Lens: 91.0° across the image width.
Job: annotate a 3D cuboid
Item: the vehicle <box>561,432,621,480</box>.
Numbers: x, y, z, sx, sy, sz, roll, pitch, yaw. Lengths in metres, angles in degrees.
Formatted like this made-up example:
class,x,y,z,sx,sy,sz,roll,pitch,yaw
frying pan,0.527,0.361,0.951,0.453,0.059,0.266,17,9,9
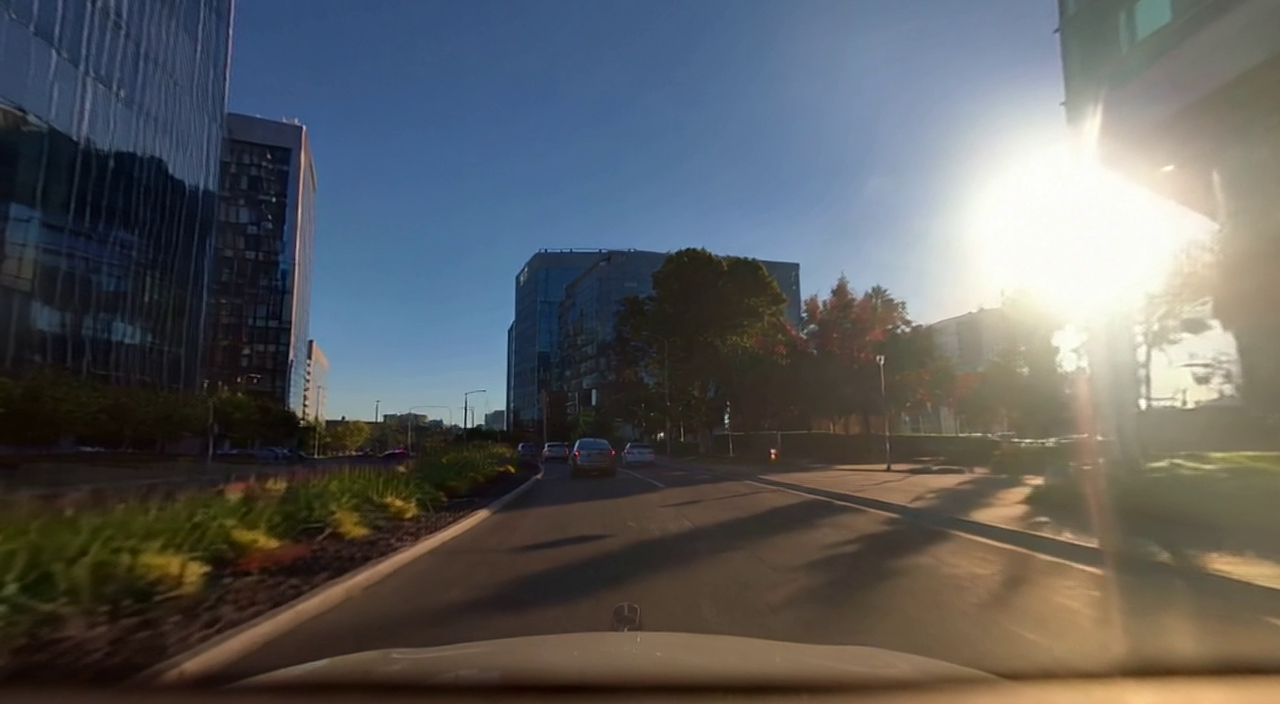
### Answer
class,x,y,z,sx,sy,sz,roll,pitch,yaw
vehicle,-2.064,4.166,25.469,2.173,1.761,4.374,1,-9,-7

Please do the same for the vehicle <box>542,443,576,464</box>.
class,x,y,z,sx,sy,sz,roll,pitch,yaw
vehicle,-6.142,7.584,47.129,2.029,1.515,4.494,2,-9,-13

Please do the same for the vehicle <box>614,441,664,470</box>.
class,x,y,z,sx,sy,sz,roll,pitch,yaw
vehicle,-0.105,5.938,36.293,2.116,1.506,4.355,2,-9,-10
